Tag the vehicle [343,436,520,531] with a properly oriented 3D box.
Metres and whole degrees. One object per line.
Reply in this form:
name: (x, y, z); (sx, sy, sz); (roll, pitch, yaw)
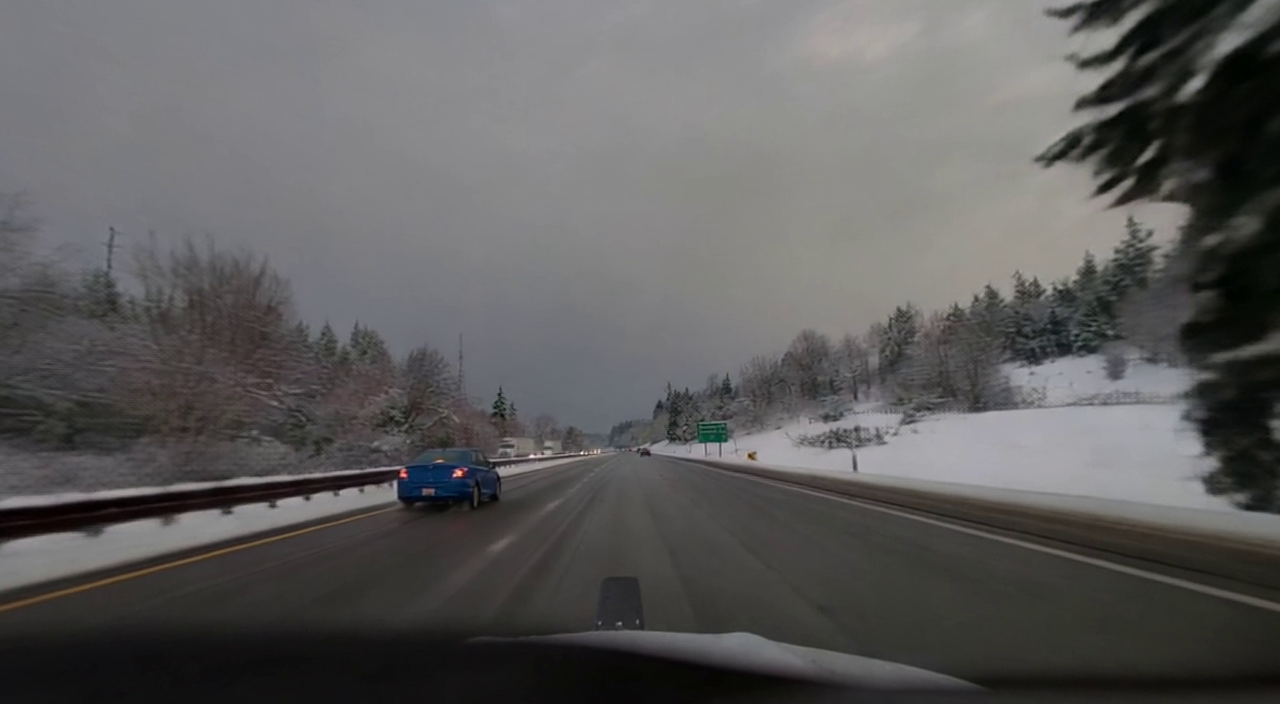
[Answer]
vehicle: (-3.784, 2.450, 12.309); (2.121, 1.537, 3.852); (0, -9, 0)
